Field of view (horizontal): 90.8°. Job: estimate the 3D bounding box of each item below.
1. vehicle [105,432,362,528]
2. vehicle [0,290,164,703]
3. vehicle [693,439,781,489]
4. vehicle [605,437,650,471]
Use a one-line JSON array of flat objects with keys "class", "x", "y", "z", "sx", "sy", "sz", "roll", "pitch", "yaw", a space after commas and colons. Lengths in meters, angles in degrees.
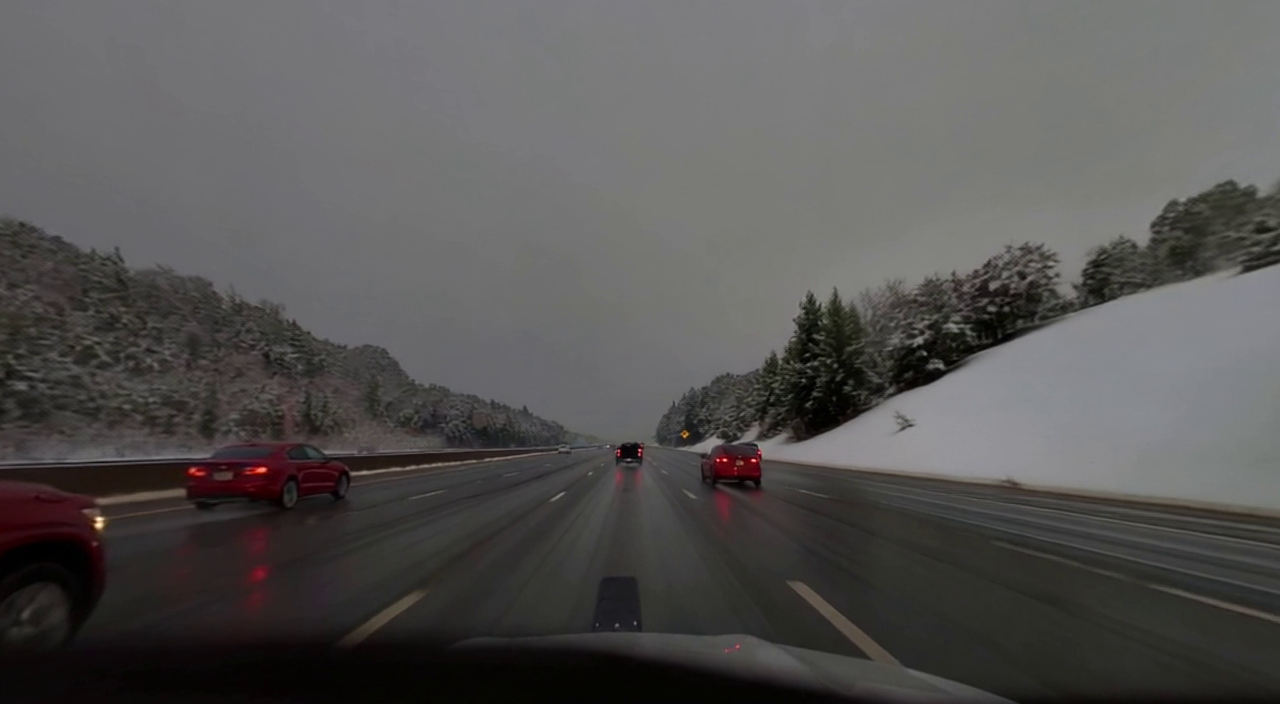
[{"class": "vehicle", "x": -7.572, "y": 2.408, "z": 12.552, "sx": 1.922, "sy": 1.508, "sz": 4.816, "roll": 0, "pitch": -8, "yaw": 0}, {"class": "vehicle", "x": -3.792, "y": 0.426, "z": 0.513, "sx": 2.379, "sy": 1.948, "sz": 5.668, "roll": 0, "pitch": -8, "yaw": 0}, {"class": "vehicle", "x": 3.157, "y": 3.773, "z": 21.645, "sx": 2.120, "sy": 1.492, "sz": 4.734, "roll": 0, "pitch": -8, "yaw": -1}, {"class": "vehicle", "x": -0.667, "y": 5.477, "z": 34.066, "sx": 2.277, "sy": 1.675, "sz": 4.023, "roll": 0, "pitch": -8, "yaw": -1}]
